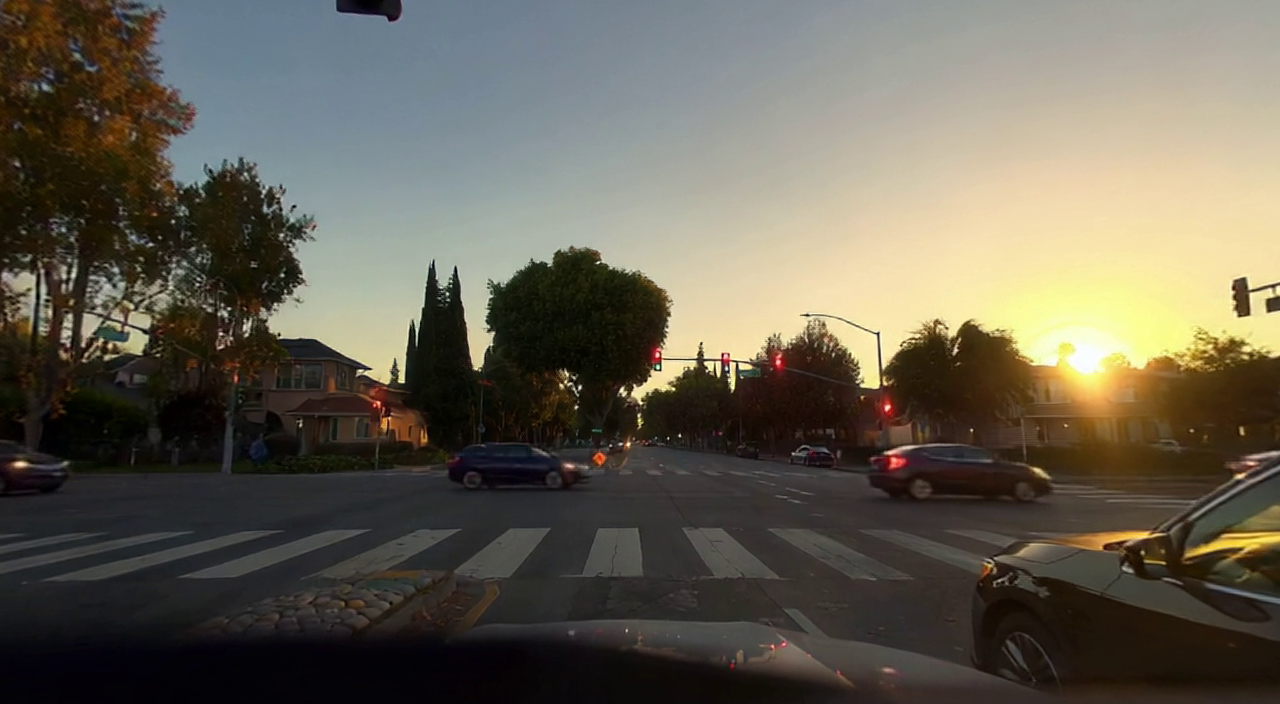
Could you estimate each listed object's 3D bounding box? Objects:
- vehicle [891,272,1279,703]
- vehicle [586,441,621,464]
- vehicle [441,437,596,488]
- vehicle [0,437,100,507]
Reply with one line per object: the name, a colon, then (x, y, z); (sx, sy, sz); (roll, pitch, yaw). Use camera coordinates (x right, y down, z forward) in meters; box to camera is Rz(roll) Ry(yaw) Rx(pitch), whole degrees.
vehicle: (2.715, 0.712, 1.718); (2.085, 1.800, 4.908); (0, -9, 1)
vehicle: (-2.392, 6.712, 42.263); (2.046, 1.491, 4.118); (0, -9, 1)
vehicle: (-3.738, 3.490, 20.111); (4.537, 1.501, 1.950); (0, -9, -1)
vehicle: (-17.226, 3.078, 16.481); (4.332, 1.682, 2.025); (0, -9, -1)
